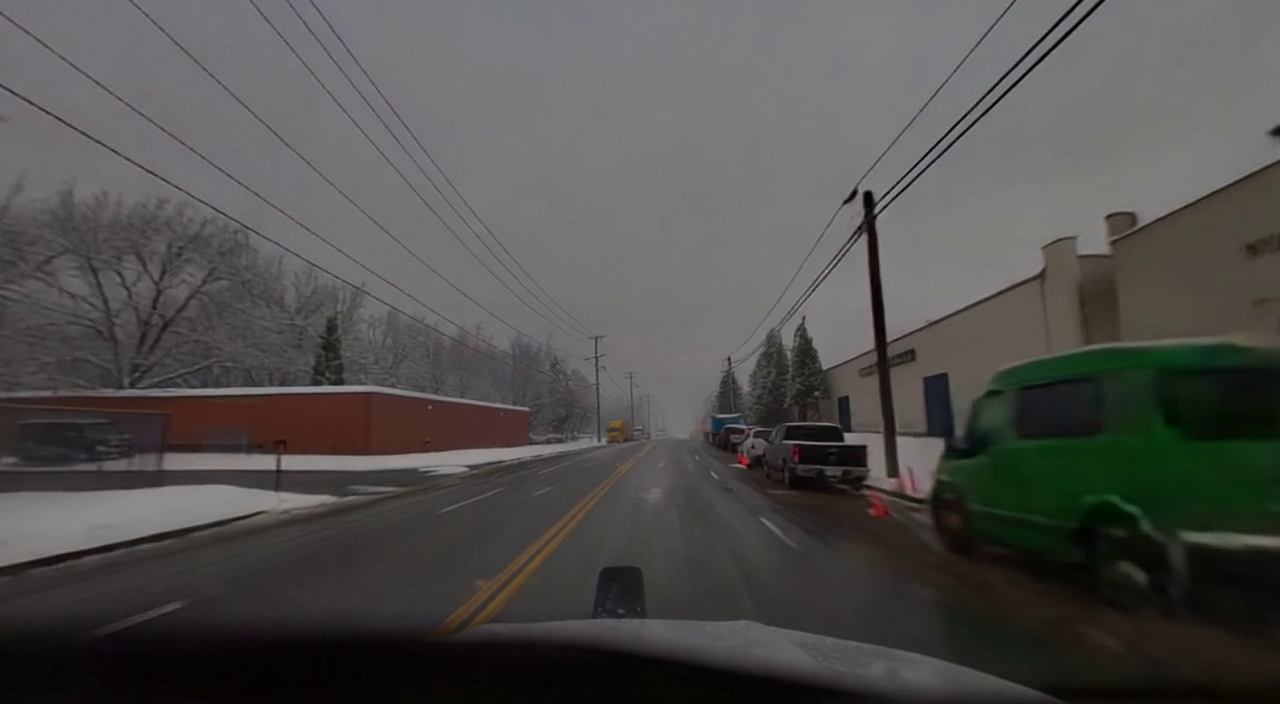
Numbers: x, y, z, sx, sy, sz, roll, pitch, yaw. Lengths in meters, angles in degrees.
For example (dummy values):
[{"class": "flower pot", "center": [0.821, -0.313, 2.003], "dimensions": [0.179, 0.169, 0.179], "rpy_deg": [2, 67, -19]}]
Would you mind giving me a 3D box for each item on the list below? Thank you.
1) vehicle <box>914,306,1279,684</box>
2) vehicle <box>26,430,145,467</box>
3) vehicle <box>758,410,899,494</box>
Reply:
[{"class": "vehicle", "center": [4.394, 1.012, 5.111], "dimensions": [2.010, 1.985, 5.124], "rpy_deg": [0, -8, 0]}, {"class": "vehicle", "center": [-23.299, 4.056, 26.594], "dimensions": [3.663, 1.470, 1.654], "rpy_deg": [-2, -8, 8]}, {"class": "vehicle", "center": [4.531, 2.526, 16.241], "dimensions": [2.009, 1.776, 5.440], "rpy_deg": [0, -8, 1]}]
